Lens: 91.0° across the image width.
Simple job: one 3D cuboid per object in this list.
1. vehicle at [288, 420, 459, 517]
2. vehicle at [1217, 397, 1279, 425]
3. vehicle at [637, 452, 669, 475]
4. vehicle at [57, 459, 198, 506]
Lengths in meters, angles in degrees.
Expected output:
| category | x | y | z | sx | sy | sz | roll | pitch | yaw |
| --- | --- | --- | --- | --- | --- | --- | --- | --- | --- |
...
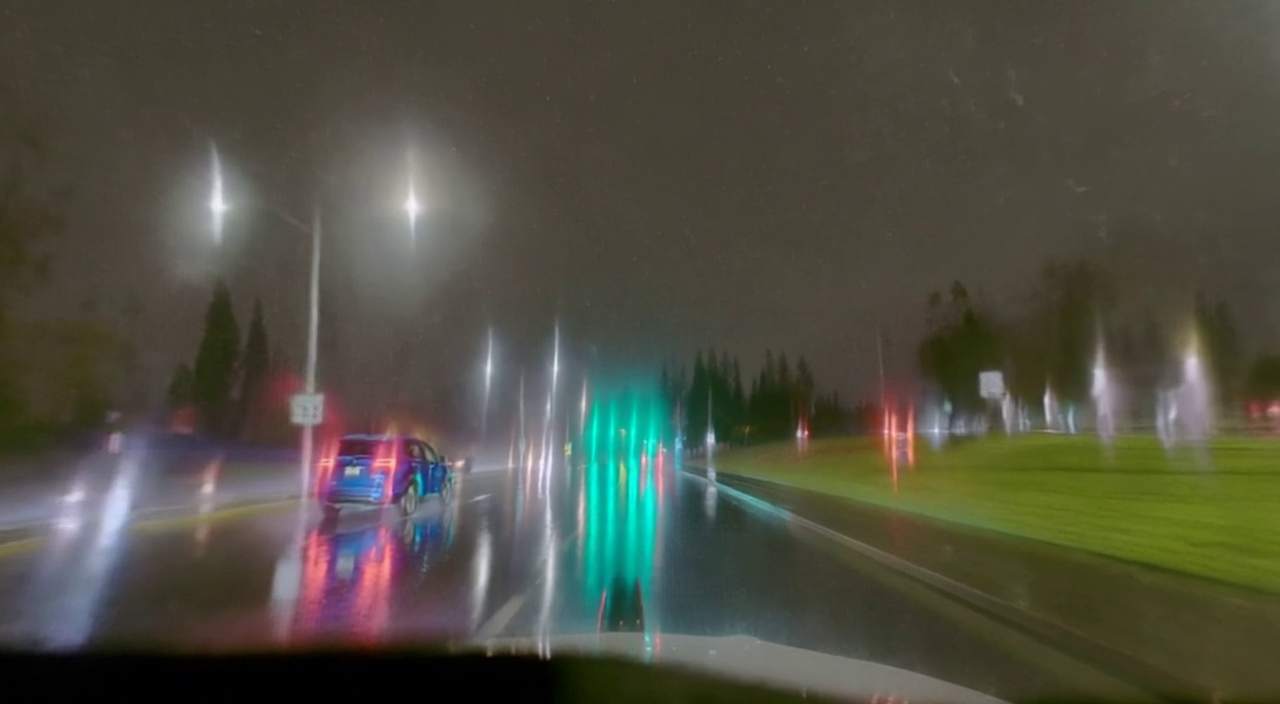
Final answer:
| category | x | y | z | sx | sy | sz | roll | pitch | yaw |
| --- | --- | --- | --- | --- | --- | --- | --- | --- | --- |
| vehicle | -5.892 | 2.615 | 14.620 | 2.027 | 1.908 | 4.273 | 0 | -8 | 1 |
| vehicle | 38.943 | 3.733 | 39.429 | 1.772 | 1.504 | 4.322 | -1 | -9 | 5 |
| vehicle | 0.863 | 7.818 | 44.225 | 2.091 | 1.494 | 3.962 | 0 | -8 | -1 |
| vehicle | -19.111 | 4.845 | 23.767 | 1.864 | 1.514 | 4.079 | 0 | -8 | 0 |
